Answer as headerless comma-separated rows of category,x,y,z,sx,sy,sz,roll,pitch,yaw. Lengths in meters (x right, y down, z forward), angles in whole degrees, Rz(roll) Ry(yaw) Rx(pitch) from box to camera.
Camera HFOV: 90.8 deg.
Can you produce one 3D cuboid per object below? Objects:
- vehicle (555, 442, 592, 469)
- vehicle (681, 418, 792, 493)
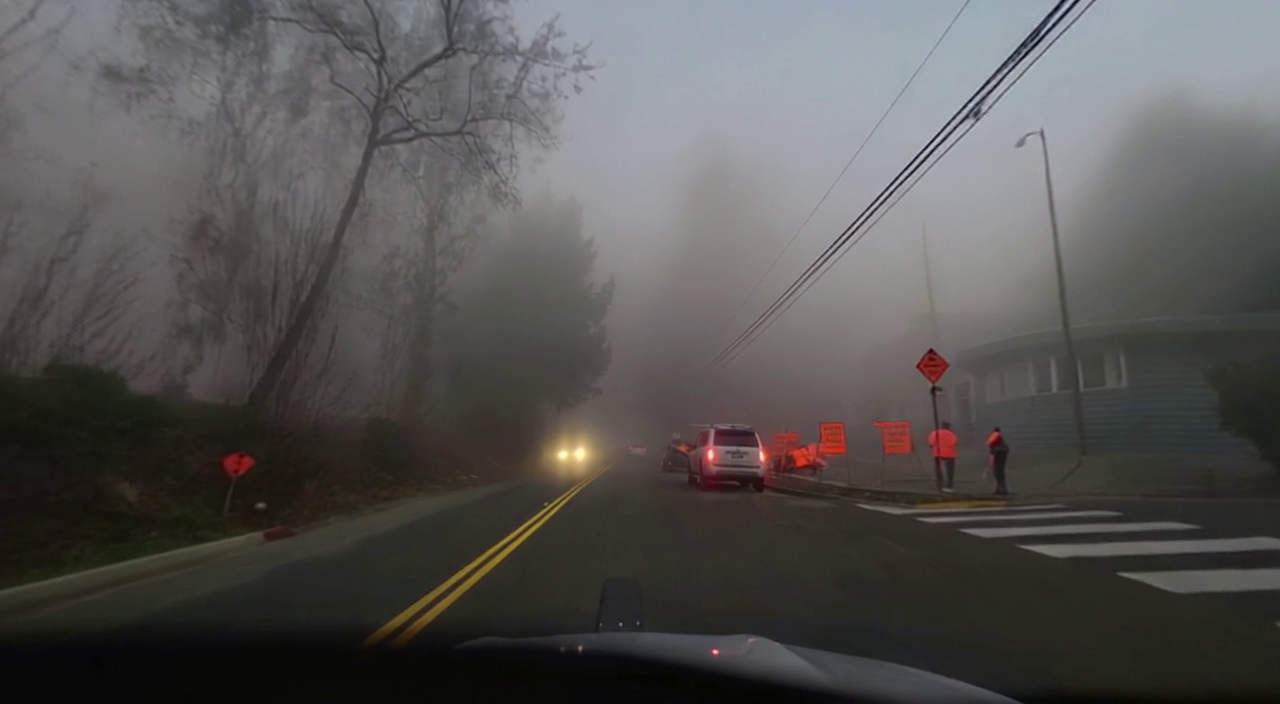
vehicle,-4.539,7.138,43.643,2.078,1.716,4.367,0,-9,0
vehicle,2.940,3.408,21.127,2.759,2.114,6.152,0,-9,0
